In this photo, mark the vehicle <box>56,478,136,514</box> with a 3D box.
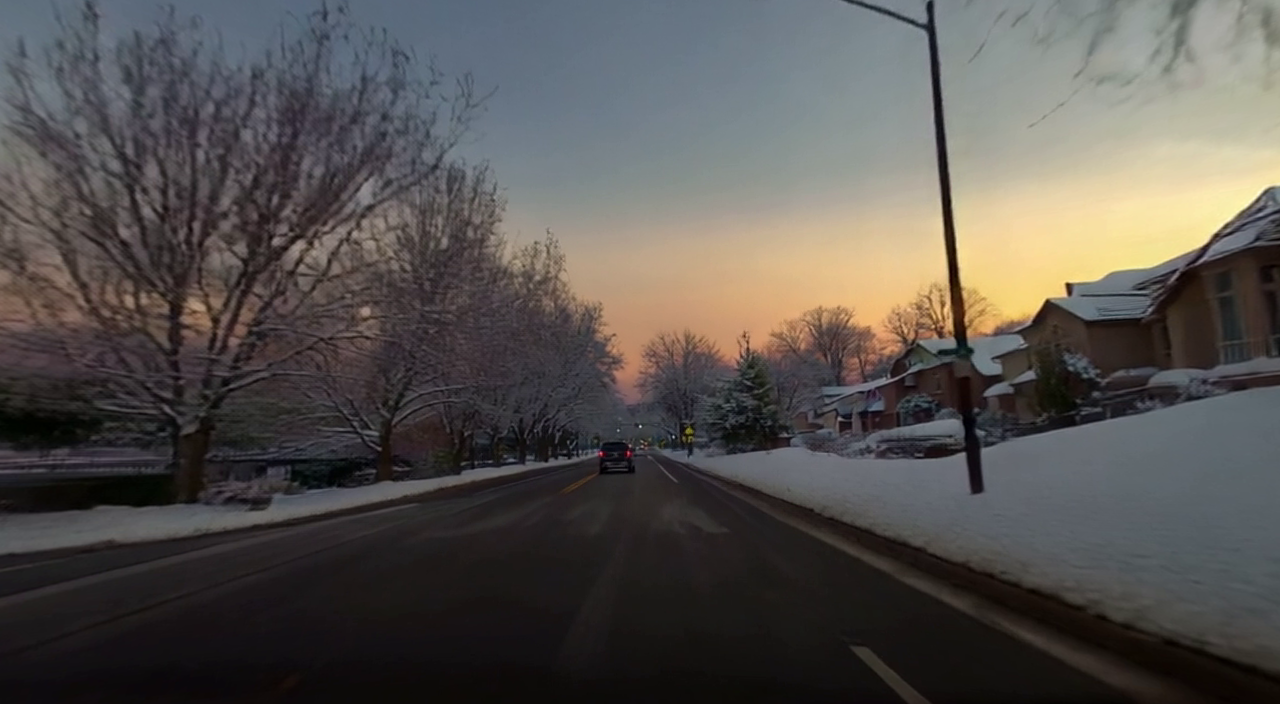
[{"bbox_3d":[-29.955,7.892,34.944,1.926,1.552,4.355,3,-9,-21],"label":"vehicle"}]

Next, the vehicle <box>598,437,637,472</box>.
[{"bbox_3d":[-1.320,6.287,38.981,2.210,2.023,4.663,0,-8,0],"label":"vehicle"}]

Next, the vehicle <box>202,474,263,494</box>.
[{"bbox_3d":[-30.930,10.009,47.958,3.502,1.310,1.729,-1,-8,5],"label":"vehicle"}]

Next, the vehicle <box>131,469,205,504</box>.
[{"bbox_3d":[-31.497,8.956,42.222,3.633,1.696,1.754,-8,-9,-1],"label":"vehicle"}]
